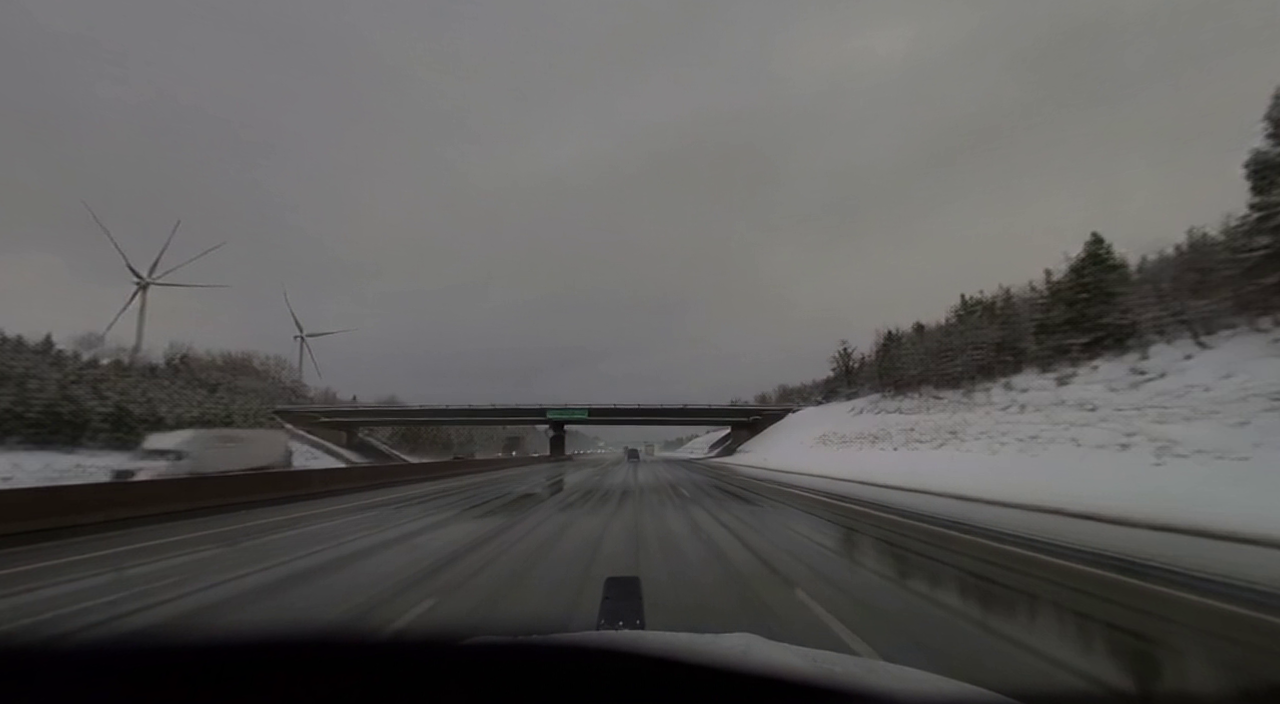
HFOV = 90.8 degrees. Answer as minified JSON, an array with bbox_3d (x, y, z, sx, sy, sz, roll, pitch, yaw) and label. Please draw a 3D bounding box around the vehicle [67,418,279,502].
[{"bbox_3d":[-19.843,4.675,27.796,2.877,3.107,8.416,0,-9,0],"label":"vehicle"}]
